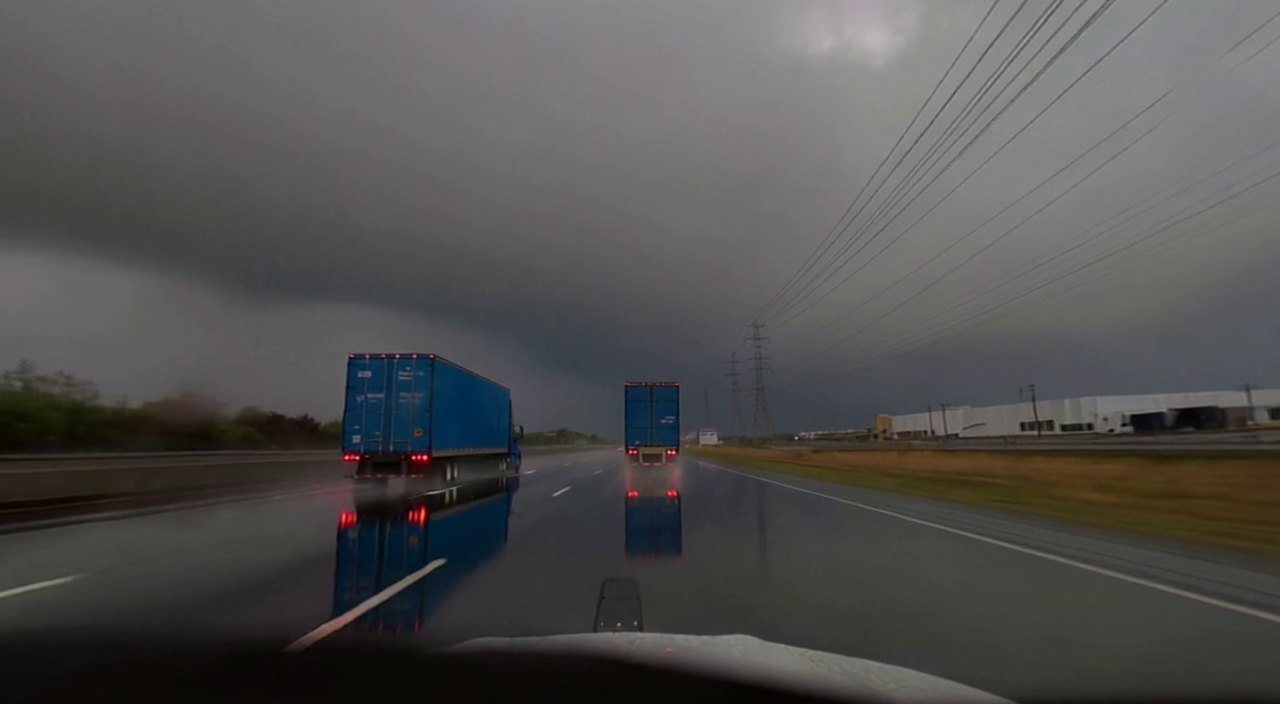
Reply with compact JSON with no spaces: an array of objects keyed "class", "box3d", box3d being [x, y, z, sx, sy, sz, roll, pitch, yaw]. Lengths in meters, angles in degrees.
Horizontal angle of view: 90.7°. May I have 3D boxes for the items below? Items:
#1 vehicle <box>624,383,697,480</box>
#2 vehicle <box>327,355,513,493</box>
[{"class":"vehicle","box3d":[0.801,3.909,30.300,2.858,3.847,10.034,0,-9,0]},{"class":"vehicle","box3d":[-7.504,2.901,23.994,2.937,3.981,11.119,-1,-8,1]}]
